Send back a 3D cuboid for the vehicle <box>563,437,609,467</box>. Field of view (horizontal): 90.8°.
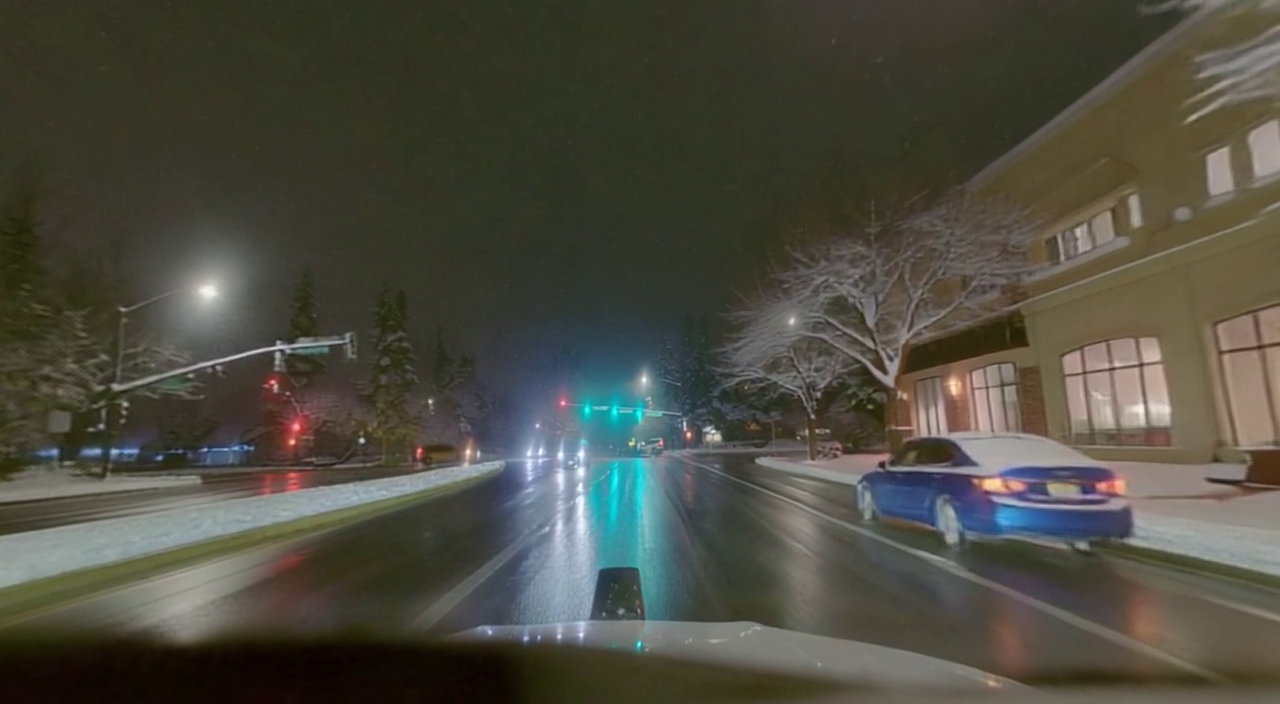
[{"bbox_3d":[-2.858,5.425,34.382,2.032,1.467,4.411,0,-8,2],"label":"vehicle"}]

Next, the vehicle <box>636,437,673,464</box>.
[{"bbox_3d":[0.832,5.781,37.151,2.059,1.456,4.047,0,-8,1],"label":"vehicle"}]

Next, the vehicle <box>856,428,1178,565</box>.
[{"bbox_3d":[4.814,1.871,8.948,1.942,1.469,4.049,0,-9,-2],"label":"vehicle"}]
